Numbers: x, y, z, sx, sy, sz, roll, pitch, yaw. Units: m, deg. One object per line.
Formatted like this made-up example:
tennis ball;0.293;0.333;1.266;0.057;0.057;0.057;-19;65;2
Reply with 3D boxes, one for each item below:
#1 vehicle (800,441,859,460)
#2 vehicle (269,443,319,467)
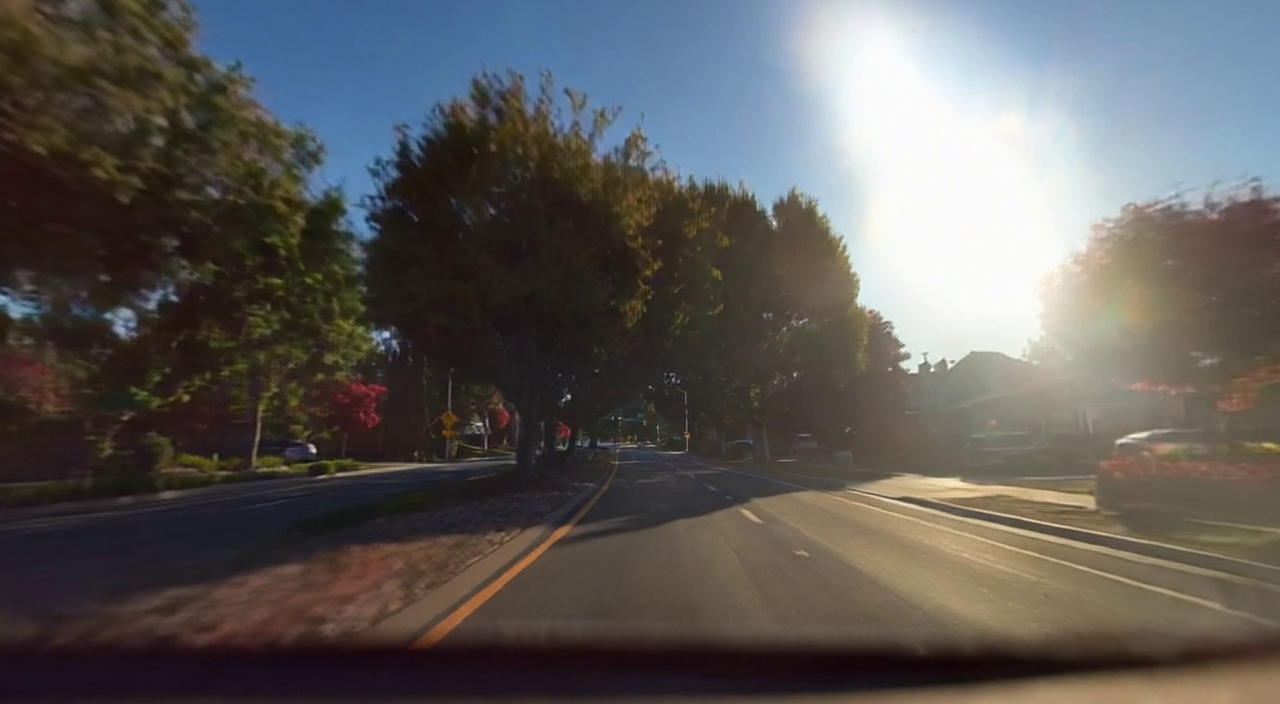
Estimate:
vehicle;14.723;7.650;49.037;4.253;1.397;1.717;-3;-9;17
vehicle;-25.051;7.490;45.825;1.958;1.668;4.701;3;-9;-14
